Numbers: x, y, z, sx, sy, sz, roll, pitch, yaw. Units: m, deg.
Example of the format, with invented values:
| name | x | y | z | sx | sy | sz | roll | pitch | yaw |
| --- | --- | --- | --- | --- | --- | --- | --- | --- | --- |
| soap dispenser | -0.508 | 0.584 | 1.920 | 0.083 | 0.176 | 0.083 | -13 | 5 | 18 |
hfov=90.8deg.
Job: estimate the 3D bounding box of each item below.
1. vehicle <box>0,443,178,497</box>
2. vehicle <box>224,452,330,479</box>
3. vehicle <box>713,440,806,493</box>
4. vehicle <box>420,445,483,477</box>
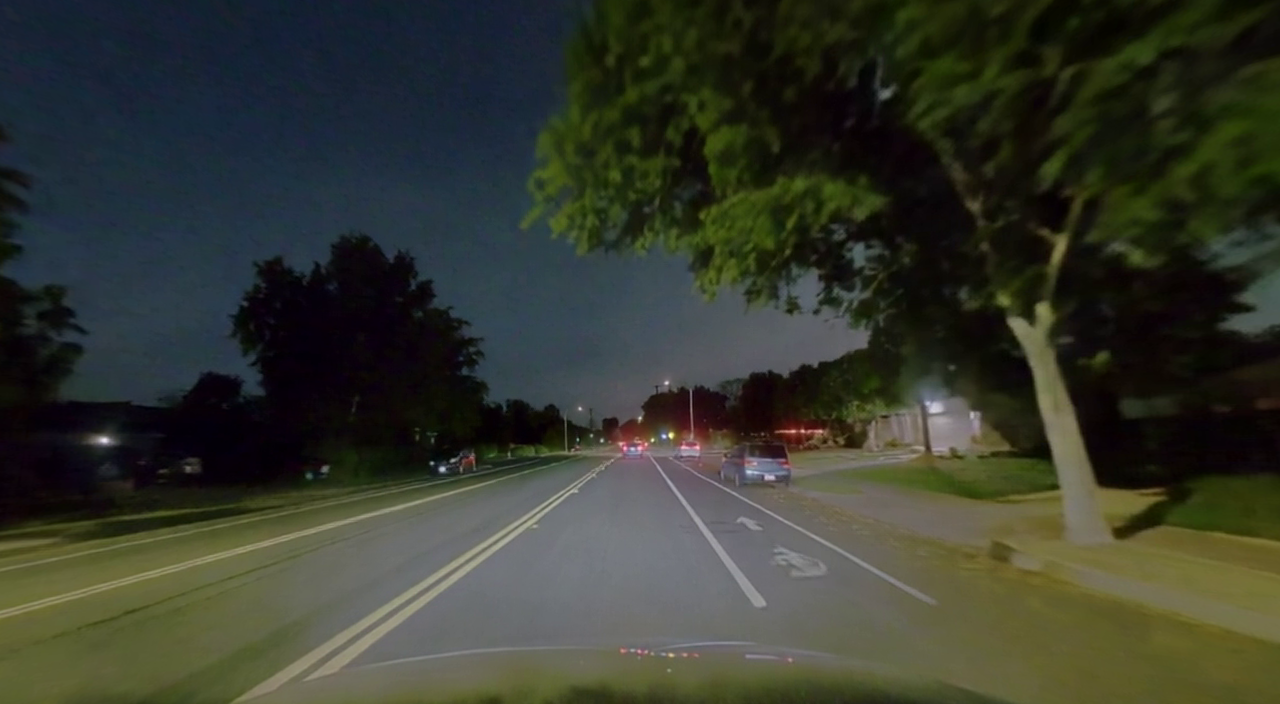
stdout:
| name | x | y | z | sx | sy | sz | roll | pitch | yaw |
| --- | --- | --- | --- | --- | --- | --- | --- | --- | --- |
| vehicle | -19.974 | 4.257 | 23.028 | 4.496 | 1.823 | 2.046 | 1 | -8 | -6 |
| vehicle | -18.809 | 5.889 | 32.869 | 4.326 | 1.355 | 1.812 | 1 | -8 | -4 |
| vehicle | 3.718 | 3.647 | 20.559 | 2.014 | 1.498 | 4.484 | 0 | -8 | -2 |
| vehicle | -11.517 | 6.659 | 39.042 | 2.086 | 1.711 | 5.661 | -4 | -8 | 0 |
